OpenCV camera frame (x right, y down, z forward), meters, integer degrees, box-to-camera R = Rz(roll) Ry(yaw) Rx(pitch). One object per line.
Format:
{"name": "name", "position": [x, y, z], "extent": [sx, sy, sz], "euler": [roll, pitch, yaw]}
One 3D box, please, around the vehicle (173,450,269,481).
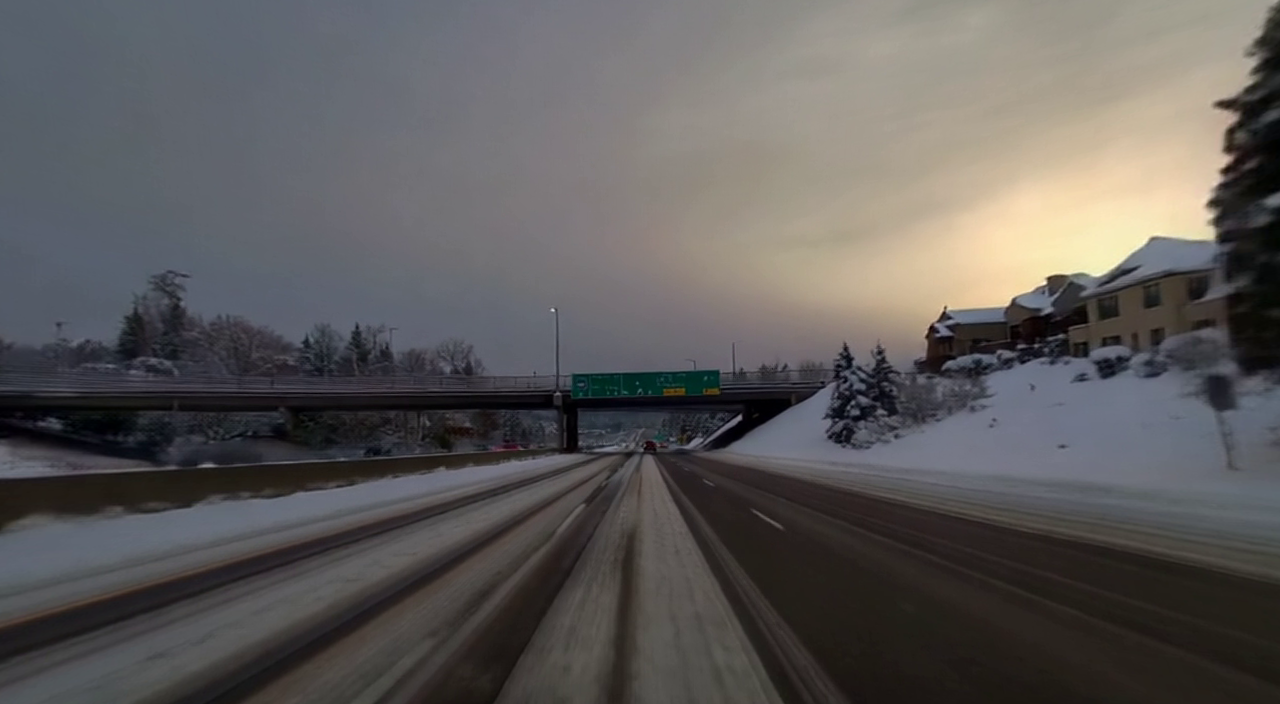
{"name": "vehicle", "position": [-21.498, 5.819, 32.635], "extent": [1.848, 1.430, 4.468], "euler": [0, -8, 1]}

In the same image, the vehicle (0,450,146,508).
{"name": "vehicle", "position": [-17.582, 3.676, 18.770], "extent": [2.042, 1.464, 4.538], "euler": [-1, -8, 1]}

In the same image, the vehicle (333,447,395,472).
{"name": "vehicle", "position": [-17.441, 6.806, 40.091], "extent": [2.011, 1.483, 4.163], "euler": [0, -8, 1]}
